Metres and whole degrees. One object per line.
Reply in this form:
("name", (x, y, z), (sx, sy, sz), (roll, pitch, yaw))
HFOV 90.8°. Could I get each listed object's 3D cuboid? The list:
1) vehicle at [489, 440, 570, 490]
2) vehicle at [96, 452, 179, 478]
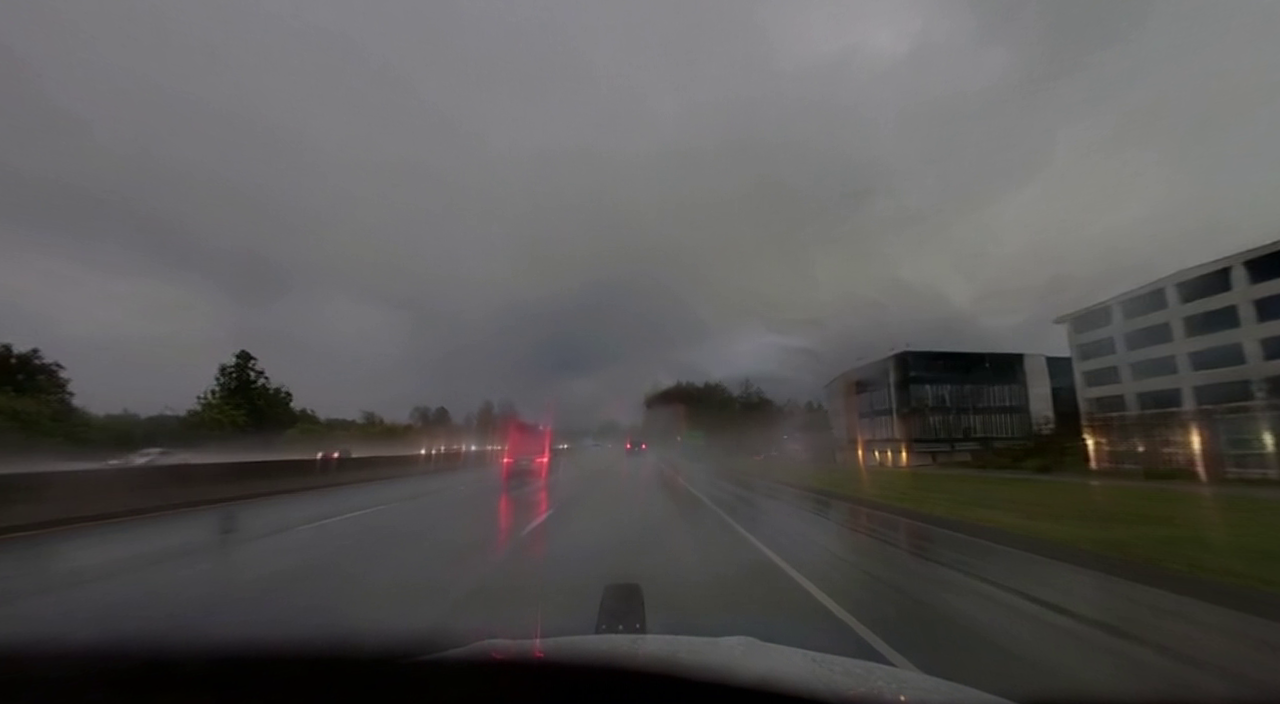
("vehicle", (-3.536, 3.695, 20.948), (1.920, 1.463, 4.134), (0, -9, 0))
("vehicle", (-31.743, 7.140, 40.067), (1.782, 1.470, 4.149), (0, -9, 0))
